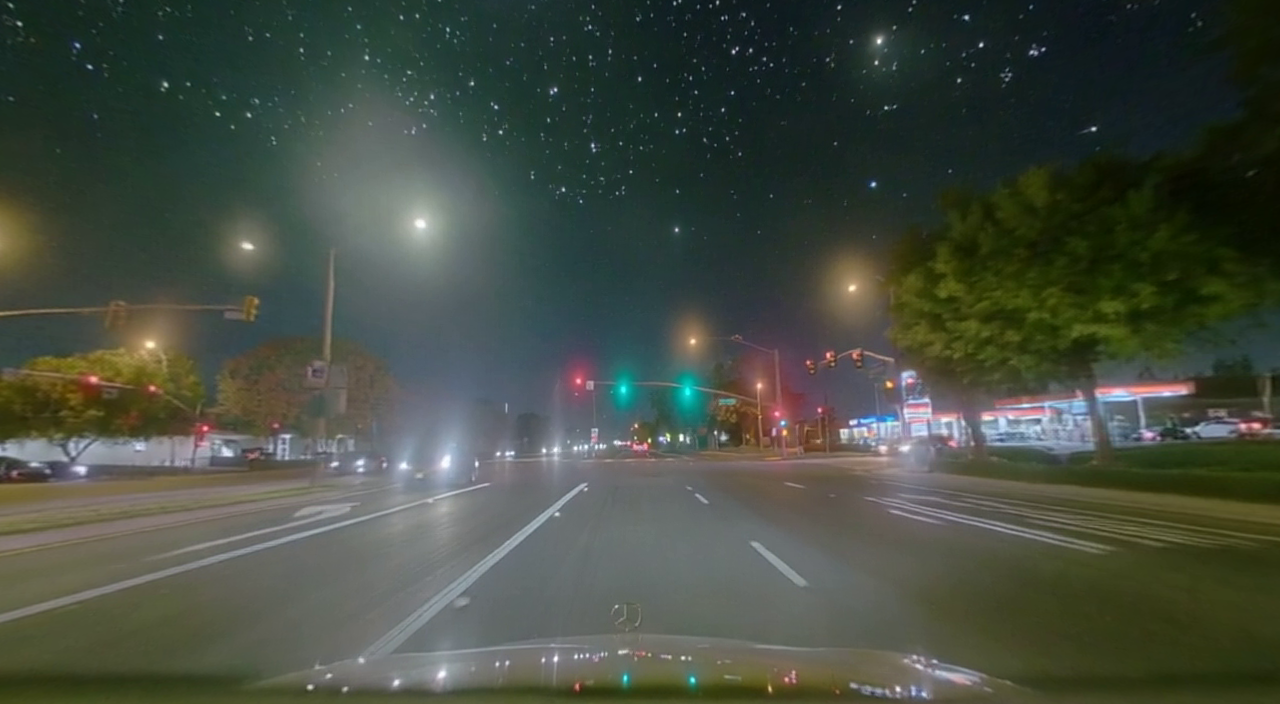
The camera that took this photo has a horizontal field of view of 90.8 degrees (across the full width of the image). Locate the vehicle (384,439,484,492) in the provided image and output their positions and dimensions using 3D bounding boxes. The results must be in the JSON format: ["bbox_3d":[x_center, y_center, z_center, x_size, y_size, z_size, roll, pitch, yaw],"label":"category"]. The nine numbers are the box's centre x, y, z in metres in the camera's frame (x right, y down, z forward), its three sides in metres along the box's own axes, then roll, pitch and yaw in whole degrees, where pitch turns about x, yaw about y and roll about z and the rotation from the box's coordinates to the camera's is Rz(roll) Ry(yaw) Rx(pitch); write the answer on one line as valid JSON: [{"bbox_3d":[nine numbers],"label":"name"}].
[{"bbox_3d":[-6.671,3.697,20.987,1.898,1.539,4.314,0,-8,-1],"label":"vehicle"}]

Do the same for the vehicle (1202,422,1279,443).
[{"bbox_3d":[47.784,6.380,49.923,1.857,1.525,5.259,0,-9,-1],"label":"vehicle"}]

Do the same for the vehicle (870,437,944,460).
[{"bbox_3d":[18.229,6.629,43.355,4.533,1.485,1.916,-3,-9,19],"label":"vehicle"}]

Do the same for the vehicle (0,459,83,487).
[{"bbox_3d":[-39.561,7.797,40.744,4.941,1.654,1.967,2,-8,-13],"label":"vehicle"}]

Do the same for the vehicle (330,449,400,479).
[{"bbox_3d":[-14.935,6.069,34.562,1.843,1.447,4.419,0,-8,0],"label":"vehicle"}]
